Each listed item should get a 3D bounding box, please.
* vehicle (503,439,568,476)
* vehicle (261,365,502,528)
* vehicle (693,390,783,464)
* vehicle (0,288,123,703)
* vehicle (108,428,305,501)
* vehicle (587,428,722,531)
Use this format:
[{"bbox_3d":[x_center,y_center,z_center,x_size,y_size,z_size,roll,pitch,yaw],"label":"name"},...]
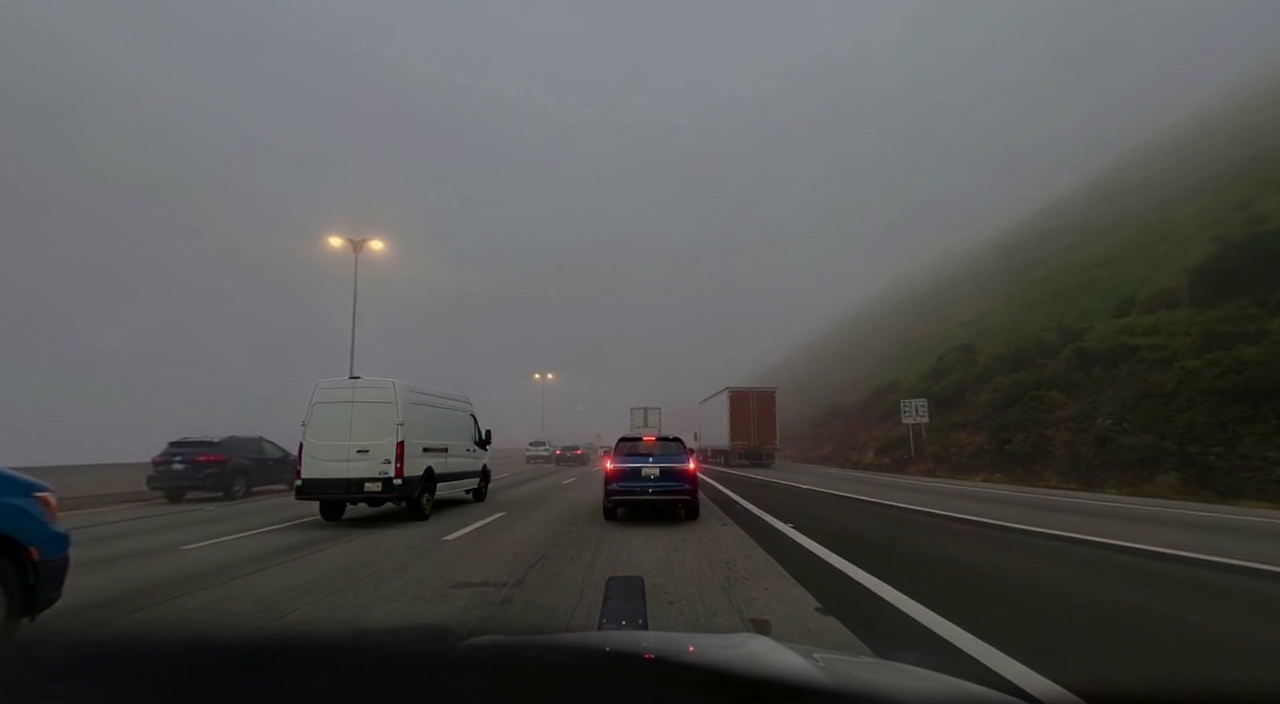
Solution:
[{"bbox_3d":[-4.469,4.578,27.608,2.007,1.457,4.447,-1,-8,1],"label":"vehicle"},{"bbox_3d":[-4.652,1.887,12.732,2.300,2.522,5.701,-1,-8,1],"label":"vehicle"},{"bbox_3d":[6.433,5.599,45.261,2.989,4.277,16.586,0,-8,-3],"label":"vehicle"},{"bbox_3d":[-4.258,0.435,1.009,2.195,2.086,5.445,0,-8,0],"label":"vehicle"},{"bbox_3d":[-11.810,3.094,17.766,2.027,1.750,4.885,0,-8,1],"label":"vehicle"},{"bbox_3d":[0.169,2.191,11.398,2.003,1.499,3.930,0,-8,-1],"label":"vehicle"}]
